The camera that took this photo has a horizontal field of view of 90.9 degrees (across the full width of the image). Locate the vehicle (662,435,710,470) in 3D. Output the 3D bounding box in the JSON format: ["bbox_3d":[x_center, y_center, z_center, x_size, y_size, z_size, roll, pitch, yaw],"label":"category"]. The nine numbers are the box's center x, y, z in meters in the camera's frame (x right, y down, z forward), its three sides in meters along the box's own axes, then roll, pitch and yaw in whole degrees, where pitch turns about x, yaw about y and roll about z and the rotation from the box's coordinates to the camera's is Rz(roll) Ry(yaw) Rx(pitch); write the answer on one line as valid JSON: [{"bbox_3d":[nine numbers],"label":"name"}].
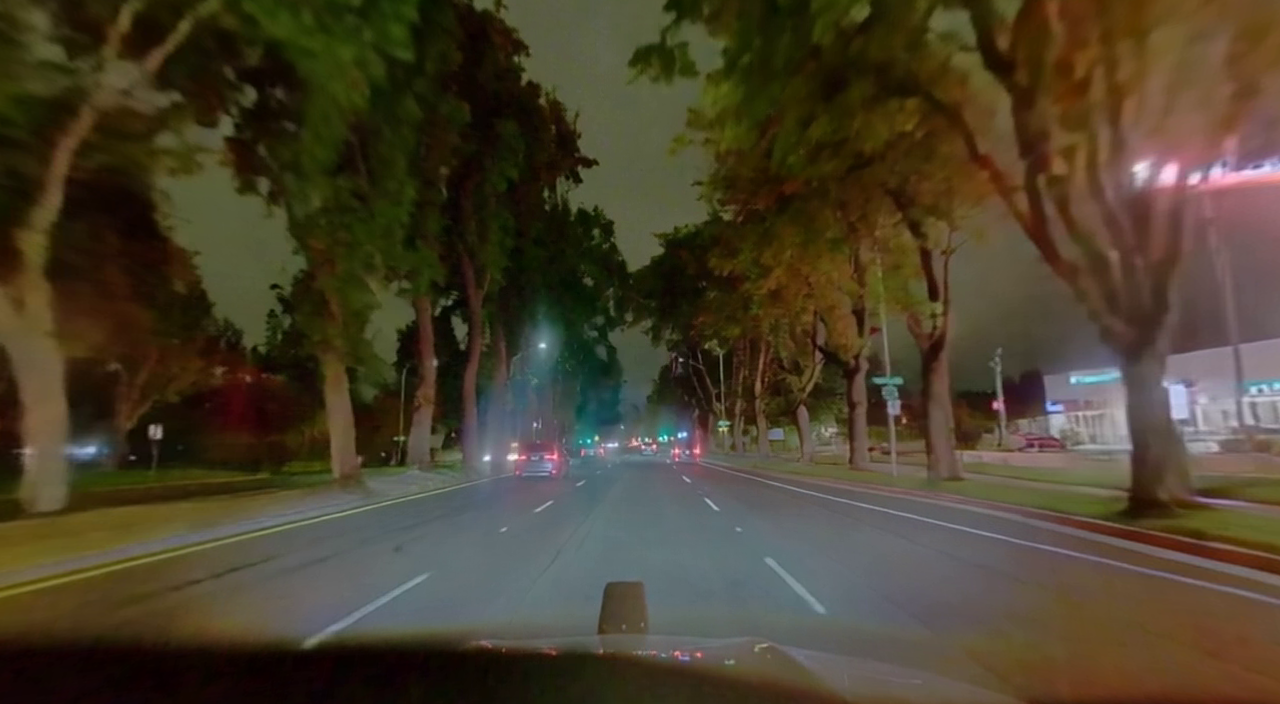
[{"bbox_3d":[2.185,4.892,30.809,1.922,1.579,3.642,0,-8,-2],"label":"vehicle"}]

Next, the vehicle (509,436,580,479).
[{"bbox_3d":[-3.581,4.029,24.394,1.908,1.481,4.536,0,-8,2],"label":"vehicle"}]

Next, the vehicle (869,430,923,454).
[{"bbox_3d":[16.031,5.623,39.646,1.823,1.413,3.884,0,-8,1],"label":"vehicle"}]
